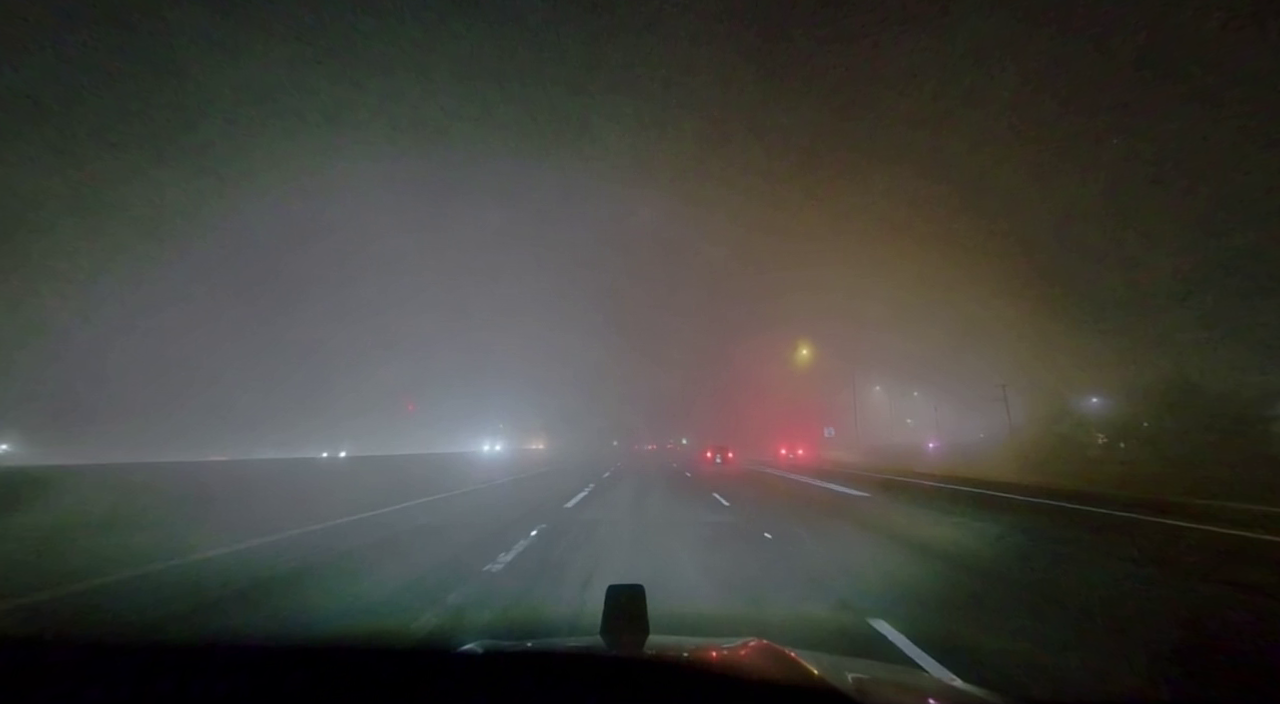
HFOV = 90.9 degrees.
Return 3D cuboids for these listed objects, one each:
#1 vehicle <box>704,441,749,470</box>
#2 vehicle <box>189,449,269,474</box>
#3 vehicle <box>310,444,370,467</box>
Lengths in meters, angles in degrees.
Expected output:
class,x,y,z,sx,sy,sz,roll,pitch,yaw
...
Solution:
class,x,y,z,sx,sy,sz,roll,pitch,yaw
vehicle,4.790,5.788,35.481,1.912,1.478,4.125,0,-8,0
vehicle,-25.518,6.806,39.329,1.912,1.445,4.440,0,-8,1
vehicle,-20.886,7.189,44.101,1.849,1.496,4.578,0,-8,1
